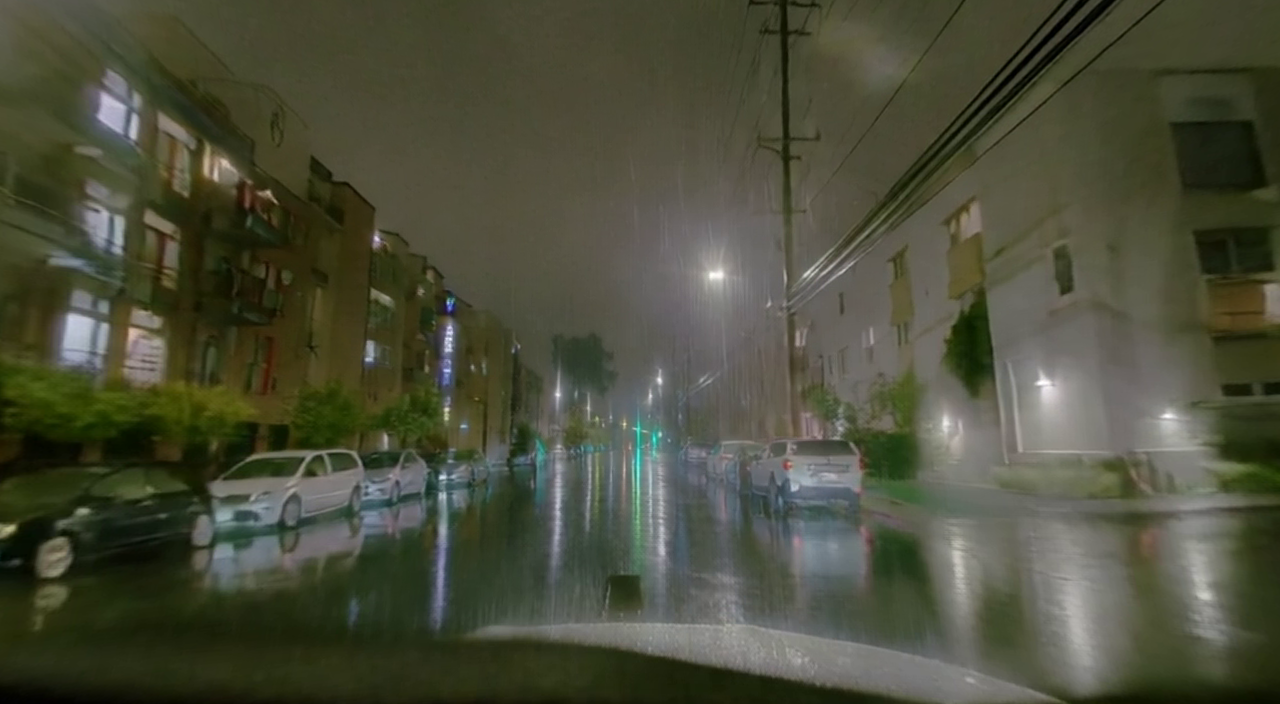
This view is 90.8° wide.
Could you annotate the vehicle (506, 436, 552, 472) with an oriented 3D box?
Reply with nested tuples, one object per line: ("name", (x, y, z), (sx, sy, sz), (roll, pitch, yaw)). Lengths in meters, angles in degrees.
("vehicle", (-7.712, 7.130, 44.540), (2.351, 2.251, 5.856), (-2, -8, -2))

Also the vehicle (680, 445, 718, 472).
("vehicle", (3.667, 6.693, 39.994), (1.925, 1.634, 4.419), (0, -8, 0))

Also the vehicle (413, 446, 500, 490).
("vehicle", (-7.490, 4.759, 26.337), (2.145, 1.488, 4.646), (-3, -8, 1))

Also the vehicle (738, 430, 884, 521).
("vehicle", (3.621, 2.702, 14.381), (2.095, 1.694, 4.592), (0, -9, 1))

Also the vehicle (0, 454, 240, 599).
("vehicle", (-7.610, 2.170, 8.601), (1.873, 1.437, 4.068), (-1, -9, -4))

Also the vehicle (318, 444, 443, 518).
("vehicle", (-7.660, 3.774, 19.219), (1.981, 1.651, 4.683), (-5, -6, -3))

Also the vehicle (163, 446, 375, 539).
("vehicle", (-7.796, 2.996, 13.997), (1.917, 1.618, 4.825), (-1, -10, -2))
